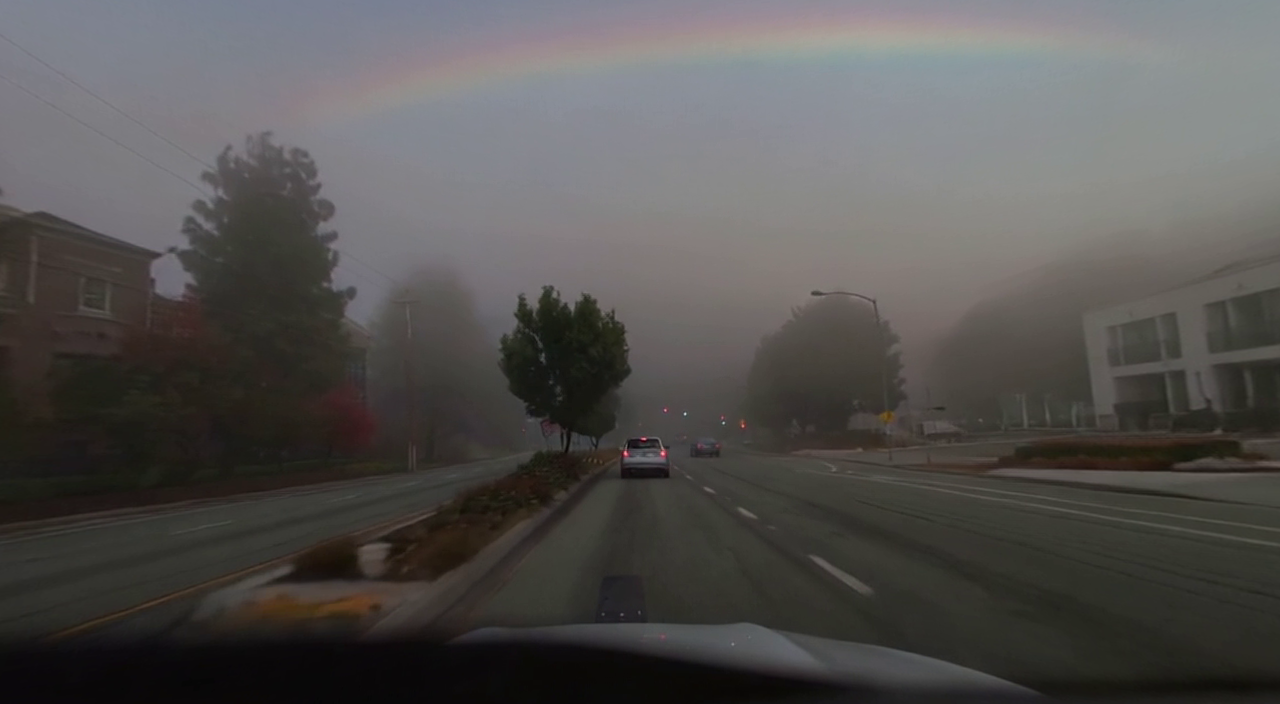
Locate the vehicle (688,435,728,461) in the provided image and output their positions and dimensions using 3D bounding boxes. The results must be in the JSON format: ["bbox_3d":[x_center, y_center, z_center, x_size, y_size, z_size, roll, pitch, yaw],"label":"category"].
[{"bbox_3d":[4.375,6.240,41.293,1.987,1.613,4.081,0,-8,-2],"label":"vehicle"}]

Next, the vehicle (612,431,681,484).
[{"bbox_3d":[0.194,3.621,21.992,2.181,1.639,4.127,0,-8,0],"label":"vehicle"}]
